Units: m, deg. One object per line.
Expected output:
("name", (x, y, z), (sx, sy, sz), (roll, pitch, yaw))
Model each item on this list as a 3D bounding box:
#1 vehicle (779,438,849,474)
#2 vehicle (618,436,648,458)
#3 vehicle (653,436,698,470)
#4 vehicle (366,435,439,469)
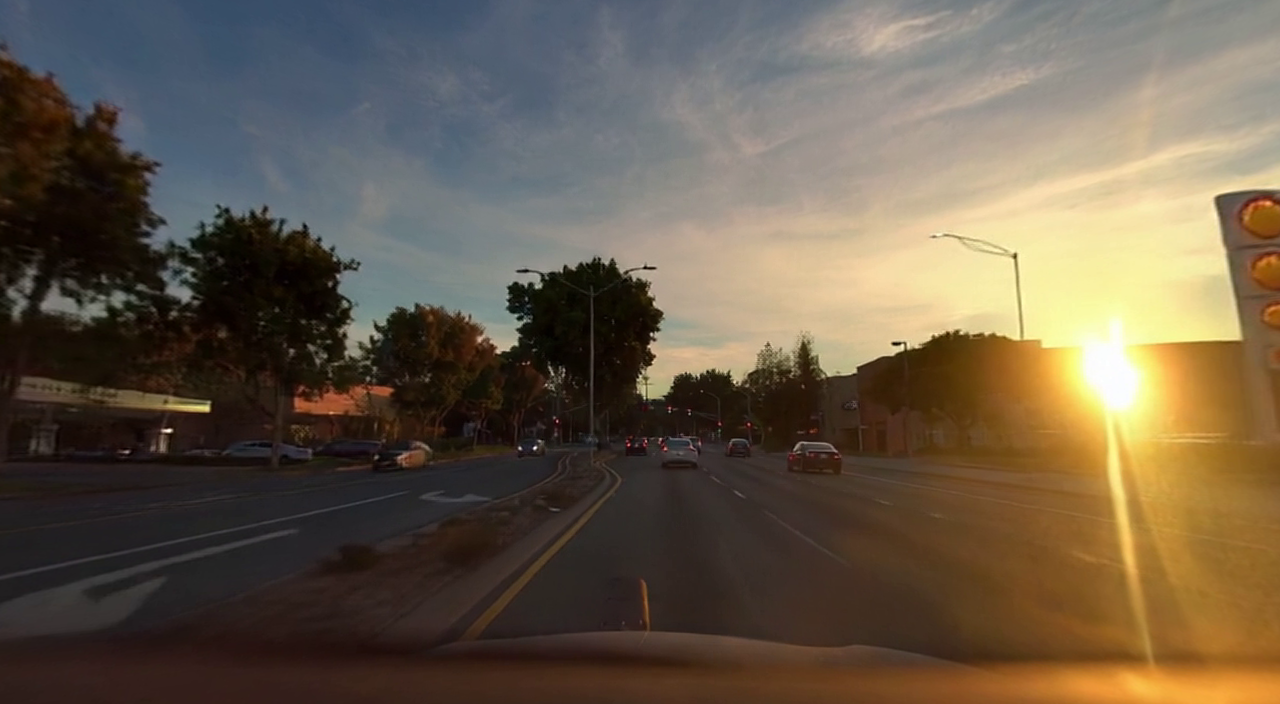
("vehicle", (7.795, 4.673, 28.530), (1.918, 1.484, 4.456), (0, -8, 0))
("vehicle", (-0.578, 7.143, 47.282), (2.074, 1.575, 4.326), (0, -8, -3))
("vehicle", (1.637, 4.807, 30.103), (1.971, 1.479, 4.493), (0, -8, 1))
("vehicle", (-13.518, 5.716, 36.124), (2.022, 1.787, 5.262), (0, -8, 1))
